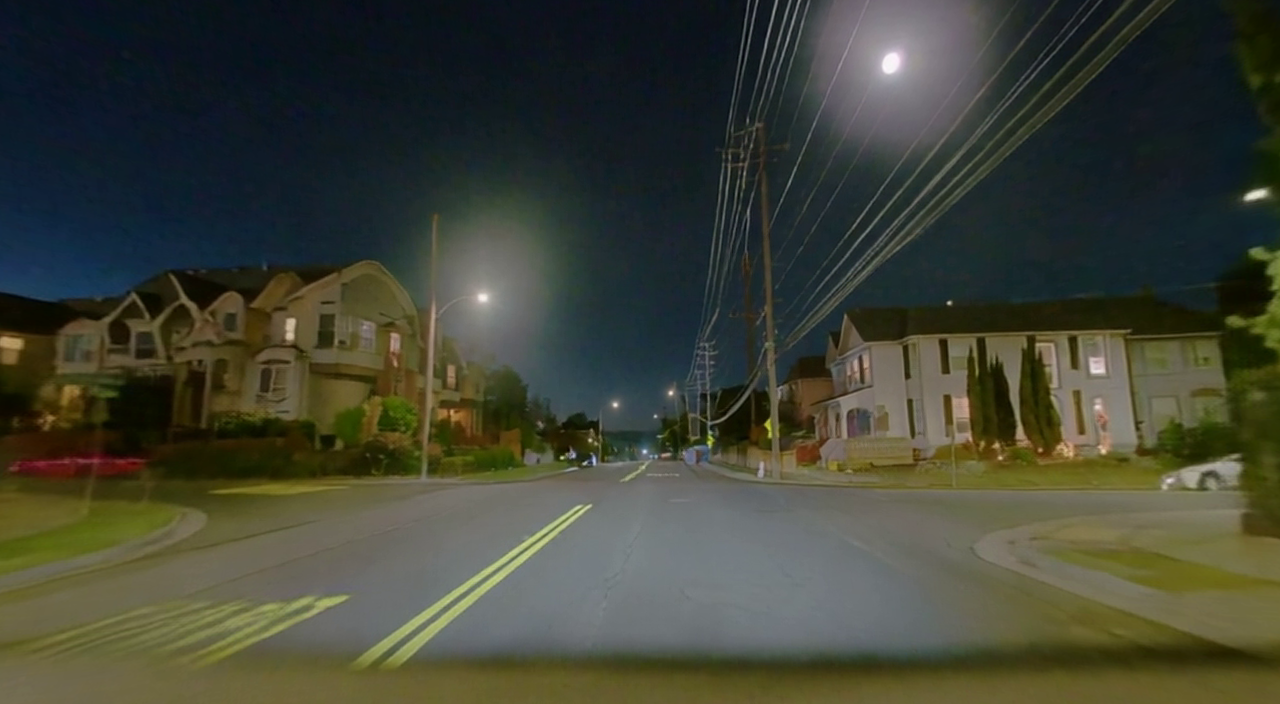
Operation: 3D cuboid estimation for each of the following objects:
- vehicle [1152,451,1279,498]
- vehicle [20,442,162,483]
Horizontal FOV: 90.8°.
[{"bbox_3d":[20.962,4.233,22.033,4.322,1.499,1.927,-1,-9,7],"label":"vehicle"},{"bbox_3d":[-22.340,4.482,25.846,3.918,1.577,1.972,0,-8,-1],"label":"vehicle"}]
